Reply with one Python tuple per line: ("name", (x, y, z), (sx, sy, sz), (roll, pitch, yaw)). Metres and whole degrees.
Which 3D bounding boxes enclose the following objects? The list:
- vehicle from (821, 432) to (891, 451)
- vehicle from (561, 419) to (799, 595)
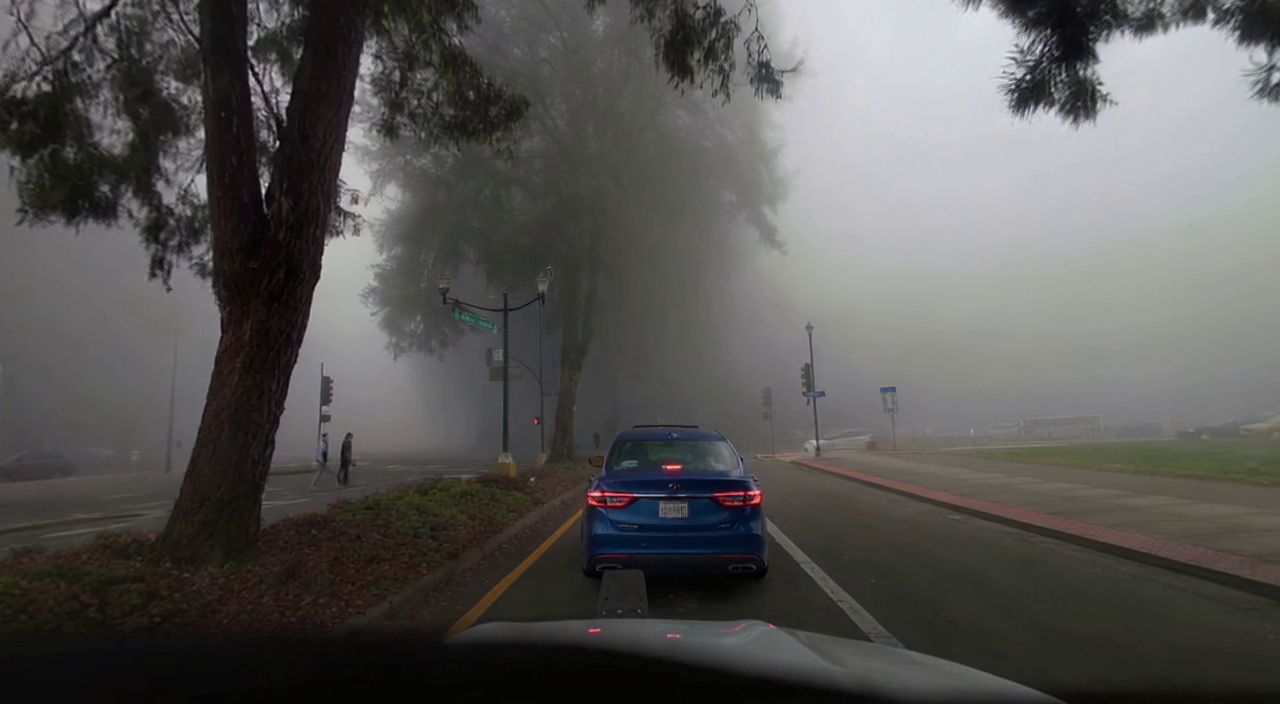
("vehicle", (16.812, 7.001, 49.332), (4.830, 1.461, 1.883), (0, -9, 3))
("vehicle", (0.372, 1.617, 7.398), (2.035, 1.499, 3.799), (0, -8, 1))
